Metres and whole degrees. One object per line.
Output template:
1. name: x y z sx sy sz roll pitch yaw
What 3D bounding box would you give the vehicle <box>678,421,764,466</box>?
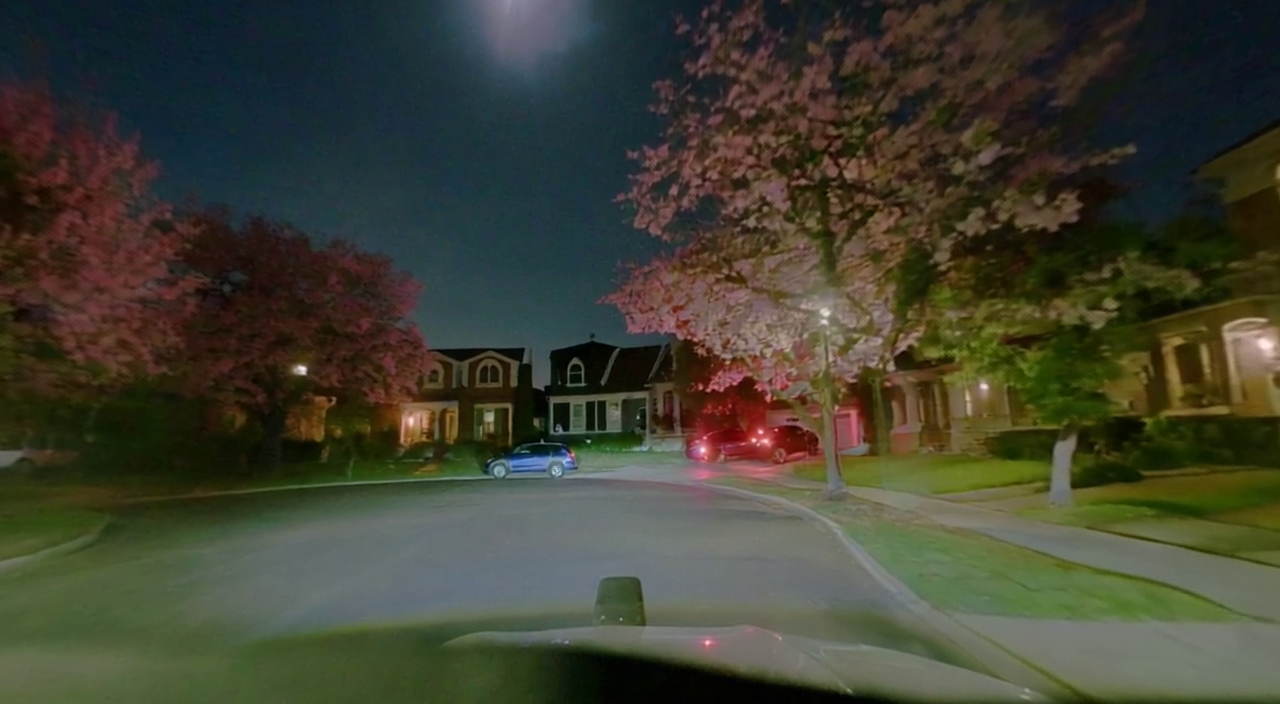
1. vehicle: 4.207 4.619 32.405 2.310 1.701 4.280 -3 -1 41

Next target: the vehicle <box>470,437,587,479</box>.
1. vehicle: -5.063 4.864 29.040 4.815 1.827 2.147 -1 -9 9

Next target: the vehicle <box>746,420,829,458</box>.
1. vehicle: 7.539 4.467 32.007 2.152 1.773 4.495 -8 -12 41

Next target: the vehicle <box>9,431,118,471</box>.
1. vehicle: -27.148 4.655 29.755 4.237 1.728 2.203 -4 -10 26
